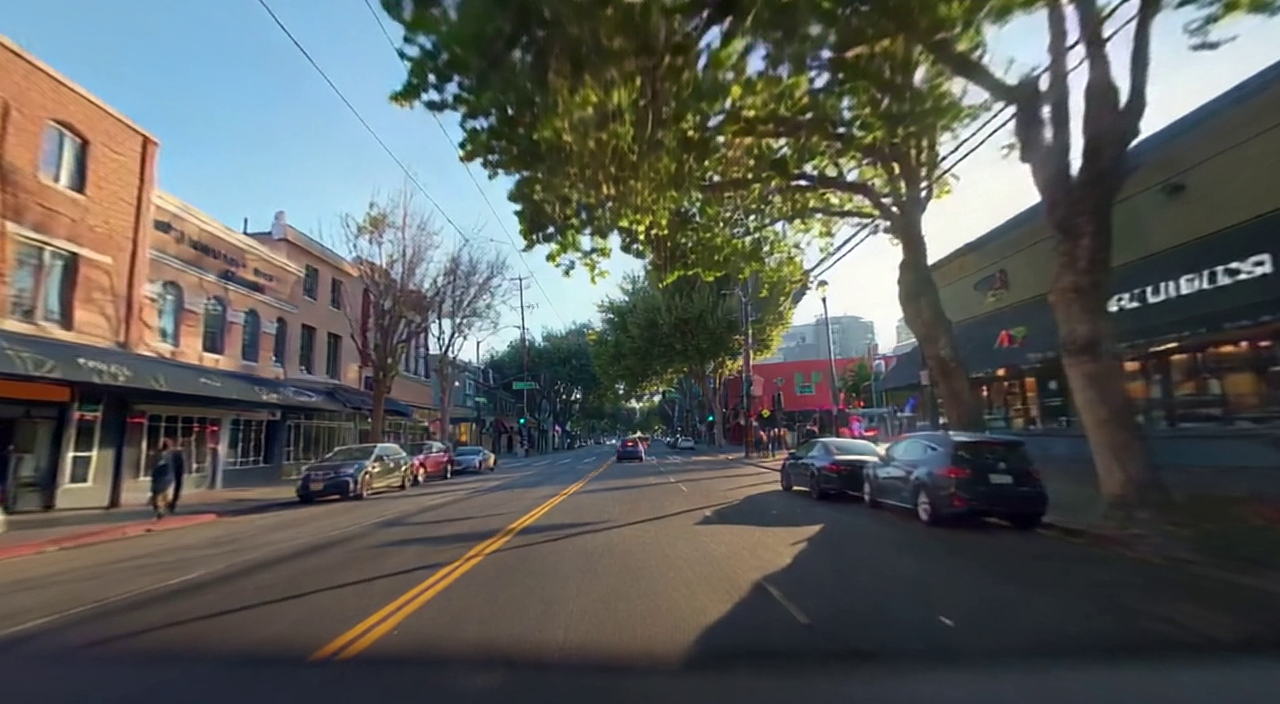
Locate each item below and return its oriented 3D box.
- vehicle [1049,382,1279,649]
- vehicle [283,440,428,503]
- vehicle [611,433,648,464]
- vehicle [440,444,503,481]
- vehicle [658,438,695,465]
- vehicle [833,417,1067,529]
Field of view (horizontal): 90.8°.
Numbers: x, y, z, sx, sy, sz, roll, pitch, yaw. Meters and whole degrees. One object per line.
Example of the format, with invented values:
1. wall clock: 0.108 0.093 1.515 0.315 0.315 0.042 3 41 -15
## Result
1. vehicle: 5.625 1.010 3.612 2.293 1.830 6.070 0 -9 -3
2. vehicle: -9.521 4.065 21.890 2.305 1.883 5.580 0 -9 1
3. vehicle: -0.666 6.307 41.263 2.301 1.854 4.919 0 -9 0
4. vehicle: -9.852 6.465 37.466 2.048 1.985 6.011 0 -9 0
5. vehicle: 2.231 6.251 39.858 1.998 1.580 4.015 0 -9 -1
6. vehicle: 5.787 2.301 12.723 2.070 1.761 4.848 -1 -8 -2
